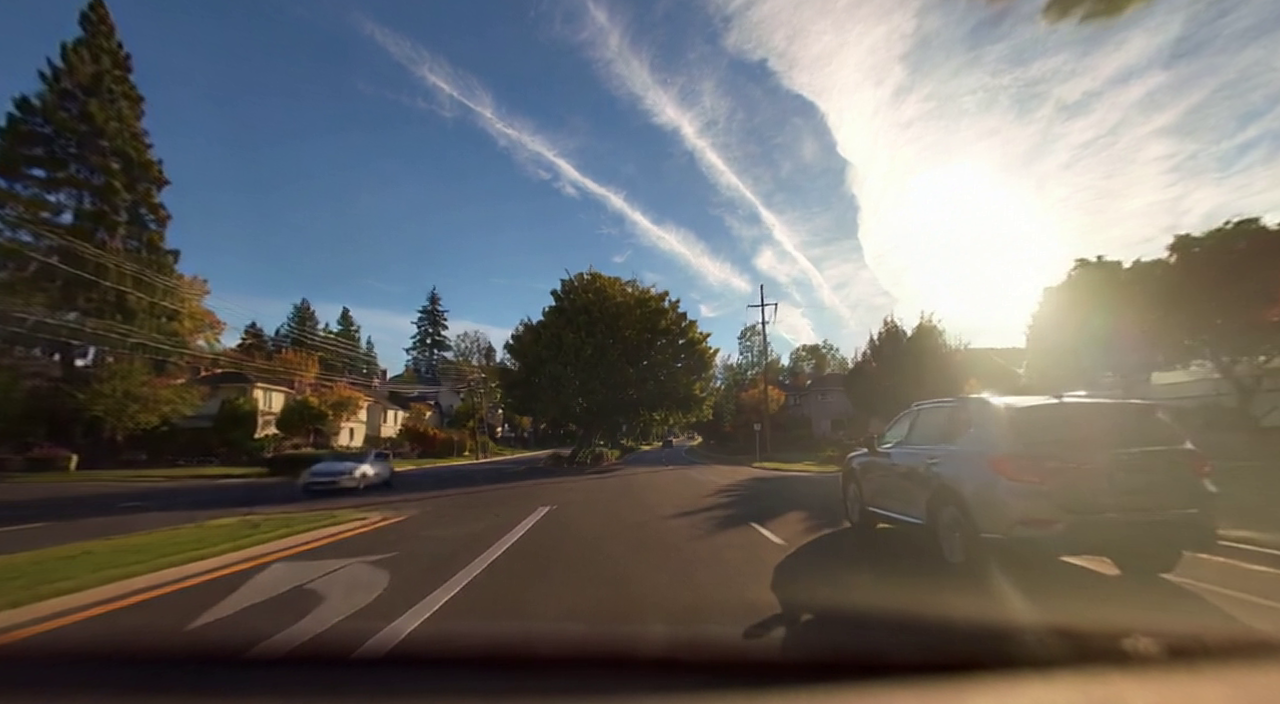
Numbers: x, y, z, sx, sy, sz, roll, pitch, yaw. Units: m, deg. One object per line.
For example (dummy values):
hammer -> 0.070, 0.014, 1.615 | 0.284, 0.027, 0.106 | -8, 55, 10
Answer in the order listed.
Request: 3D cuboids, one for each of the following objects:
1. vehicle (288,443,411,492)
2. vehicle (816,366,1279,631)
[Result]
vehicle -> -10.021, 3.989, 22.329 | 1.990, 1.521, 4.879 | 0, -9, 1
vehicle -> 3.671, 1.332, 6.713 | 2.193, 1.777, 4.772 | 0, -9, 0
